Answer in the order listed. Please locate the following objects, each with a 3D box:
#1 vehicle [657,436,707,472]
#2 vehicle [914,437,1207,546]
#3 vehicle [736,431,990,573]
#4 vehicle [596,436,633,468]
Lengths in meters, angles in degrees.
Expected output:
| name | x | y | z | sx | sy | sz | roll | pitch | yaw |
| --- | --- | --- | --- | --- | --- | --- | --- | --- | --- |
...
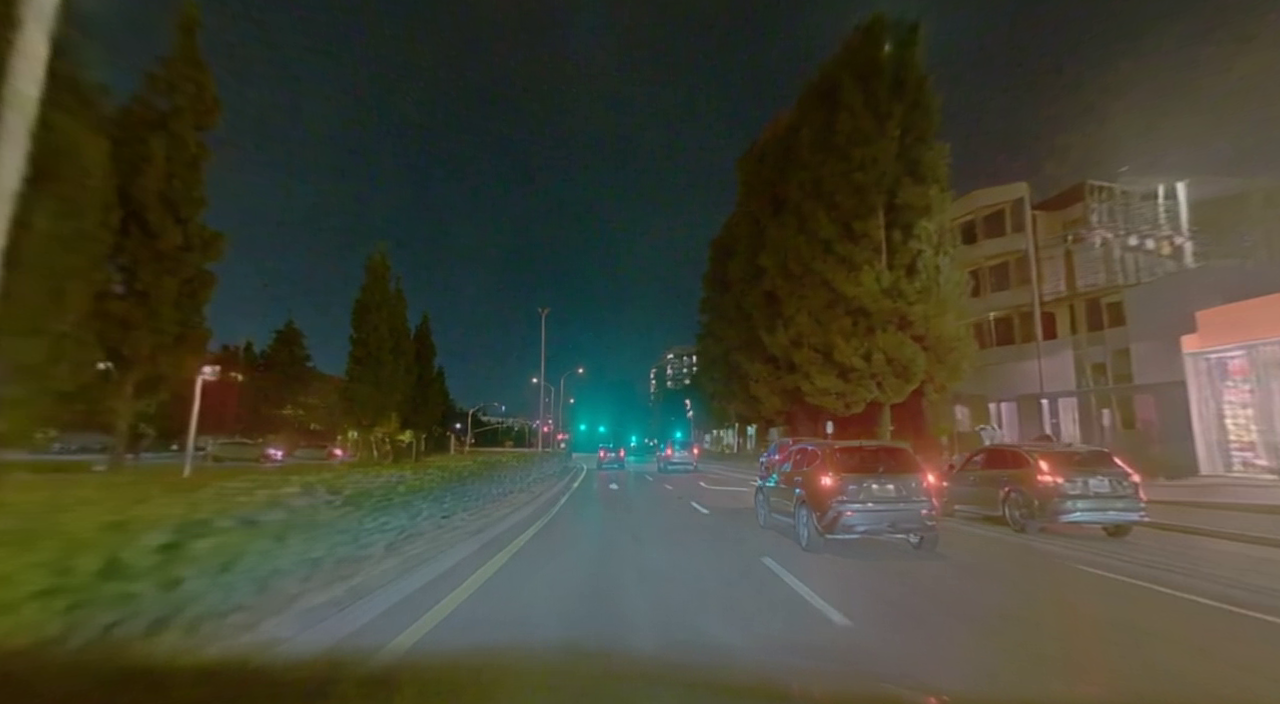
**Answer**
| name | x | y | z | sx | sy | sz | roll | pitch | yaw |
| --- | --- | --- | --- | --- | --- | --- | --- | --- | --- |
| vehicle | 2.101 | 5.269 | 32.676 | 2.000 | 1.745 | 4.206 | 1 | -8 | -4 |
| vehicle | 6.649 | 2.205 | 10.706 | 1.917 | 1.457 | 4.274 | 0 | -8 | -2 |
| vehicle | 2.657 | 1.879 | 8.743 | 1.883 | 1.452 | 4.258 | 0 | -8 | -1 |
| vehicle | -1.617 | 6.016 | 38.036 | 2.051 | 1.798 | 4.168 | 1 | -8 | -5 |
